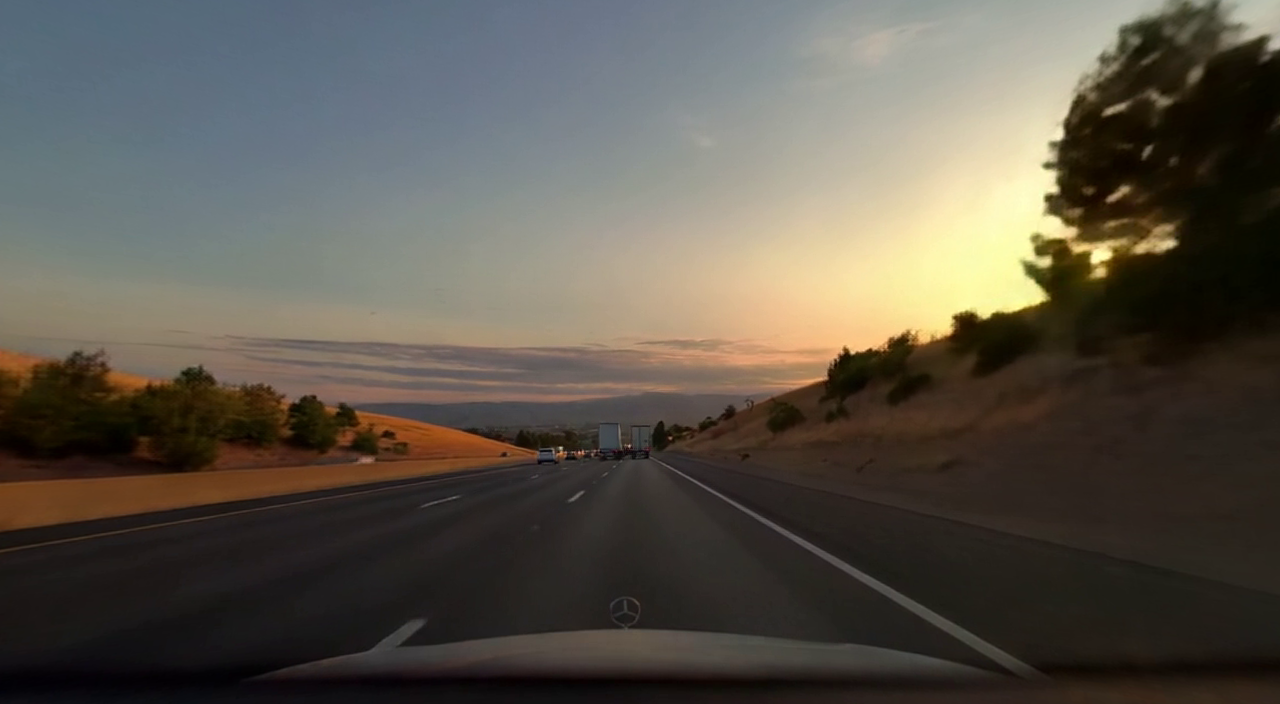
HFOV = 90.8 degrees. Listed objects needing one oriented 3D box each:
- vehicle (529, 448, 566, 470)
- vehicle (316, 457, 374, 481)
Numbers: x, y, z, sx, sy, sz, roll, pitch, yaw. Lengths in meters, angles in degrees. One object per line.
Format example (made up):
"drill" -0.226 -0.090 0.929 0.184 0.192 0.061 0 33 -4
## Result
"vehicle" -6.648 7.779 45.909 2.091 1.527 4.455 0 -9 -1
"vehicle" -19.126 7.576 41.119 1.765 1.433 4.150 0 -9 0
